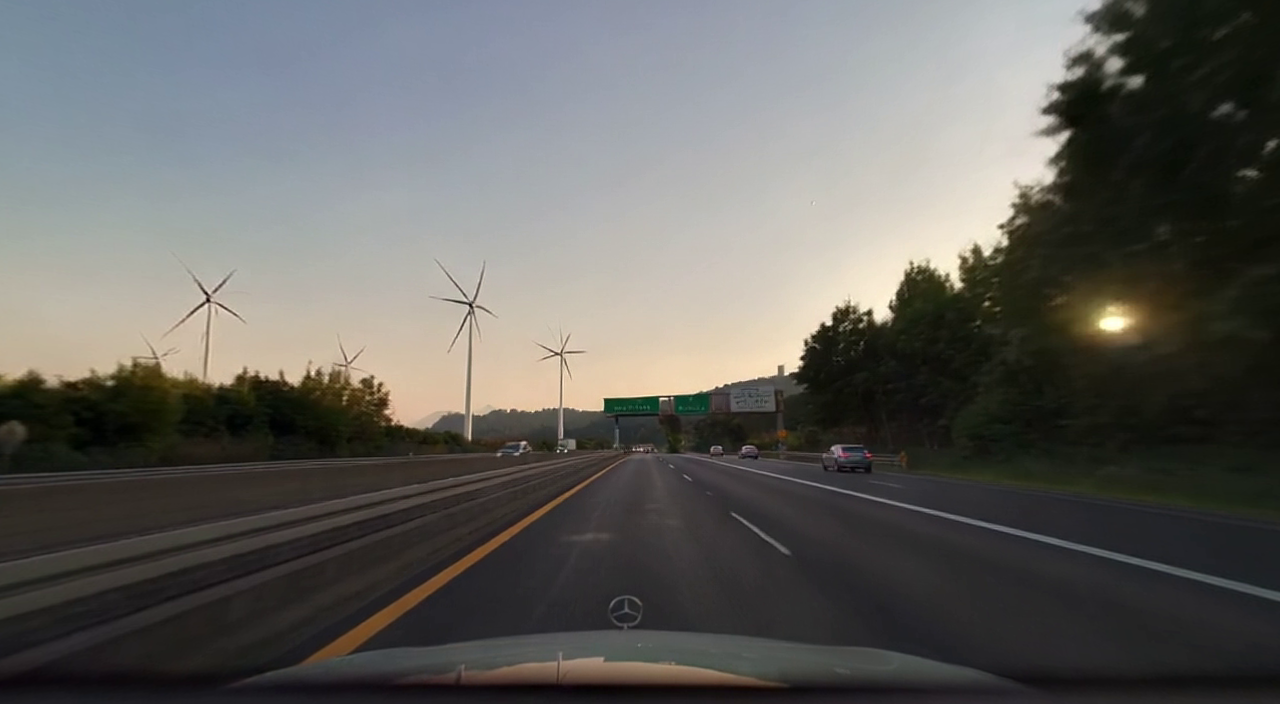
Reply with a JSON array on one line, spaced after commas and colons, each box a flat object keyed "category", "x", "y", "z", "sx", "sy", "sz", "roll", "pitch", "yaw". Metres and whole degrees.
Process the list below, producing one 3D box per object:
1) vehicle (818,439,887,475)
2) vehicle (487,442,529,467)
[{"category": "vehicle", "x": 10.513, "y": 5.243, "z": 31.617, "sx": 1.897, "sy": 1.669, "sz": 4.825, "roll": 0, "pitch": -9, "yaw": 1}, {"category": "vehicle", "x": -9.254, "y": 7.239, "z": 44.353, "sx": 1.848, "sy": 1.641, "sz": 4.321, "roll": 0, "pitch": -9, "yaw": 2}]
